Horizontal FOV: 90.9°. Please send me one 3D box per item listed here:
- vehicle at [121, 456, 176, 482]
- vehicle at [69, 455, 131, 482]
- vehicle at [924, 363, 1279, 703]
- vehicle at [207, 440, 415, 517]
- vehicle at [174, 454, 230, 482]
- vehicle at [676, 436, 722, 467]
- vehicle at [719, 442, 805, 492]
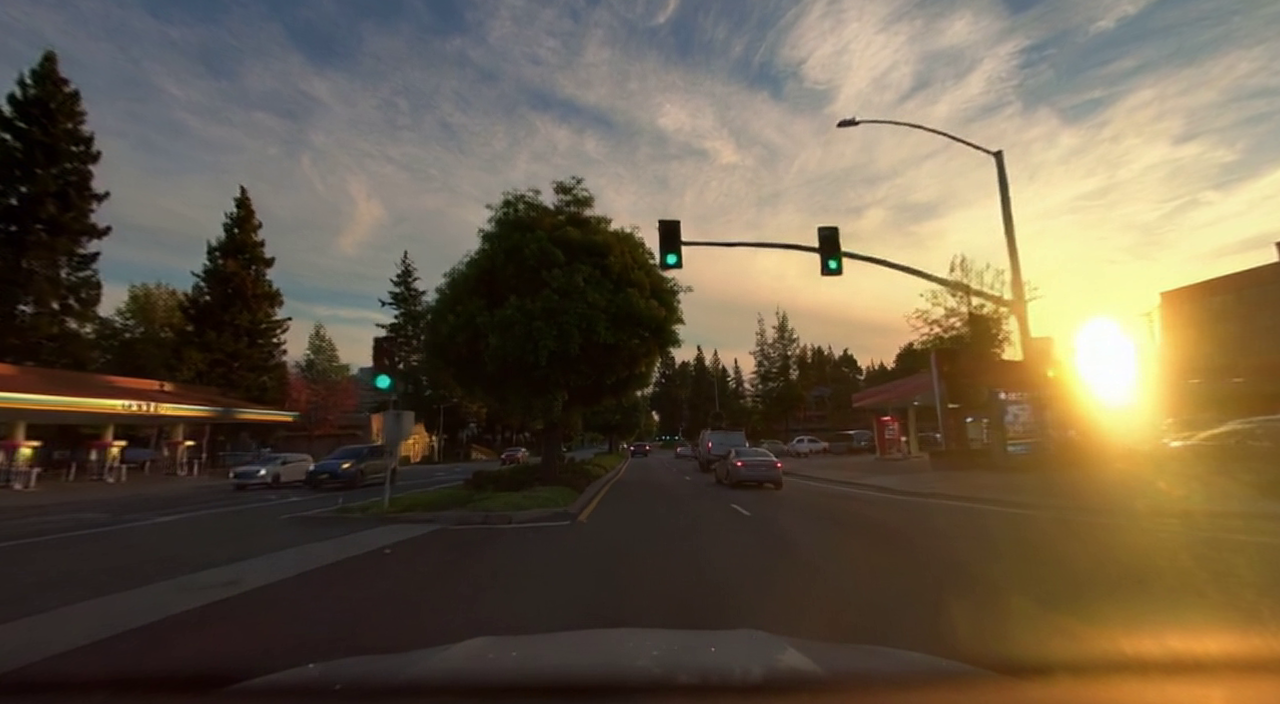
[{"bbox_3d":[-34.163,8.115,43.895,1.803,1.675,3.674,3,-9,-18],"label":"vehicle"},{"bbox_3d":[-36.270,7.811,42.461,1.755,1.670,3.889,3,-9,-19],"label":"vehicle"},{"bbox_3d":[3.845,1.047,3.906,1.875,1.665,4.931,0,-9,0],"label":"vehicle"},{"bbox_3d":[-8.229,3.173,16.567,2.842,1.476,4.980,-3,-7,0],"label":"vehicle"},{"bbox_3d":[-31.318,8.263,45.200,2.169,1.834,3.779,2,-9,-17],"label":"vehicle"},{"bbox_3d":[4.006,6.867,43.778,2.611,1.983,5.165,0,-8,-1],"label":"vehicle"},{"bbox_3d":[3.831,3.680,20.518,1.871,1.442,4.122,0,-8,-1],"label":"vehicle"}]
